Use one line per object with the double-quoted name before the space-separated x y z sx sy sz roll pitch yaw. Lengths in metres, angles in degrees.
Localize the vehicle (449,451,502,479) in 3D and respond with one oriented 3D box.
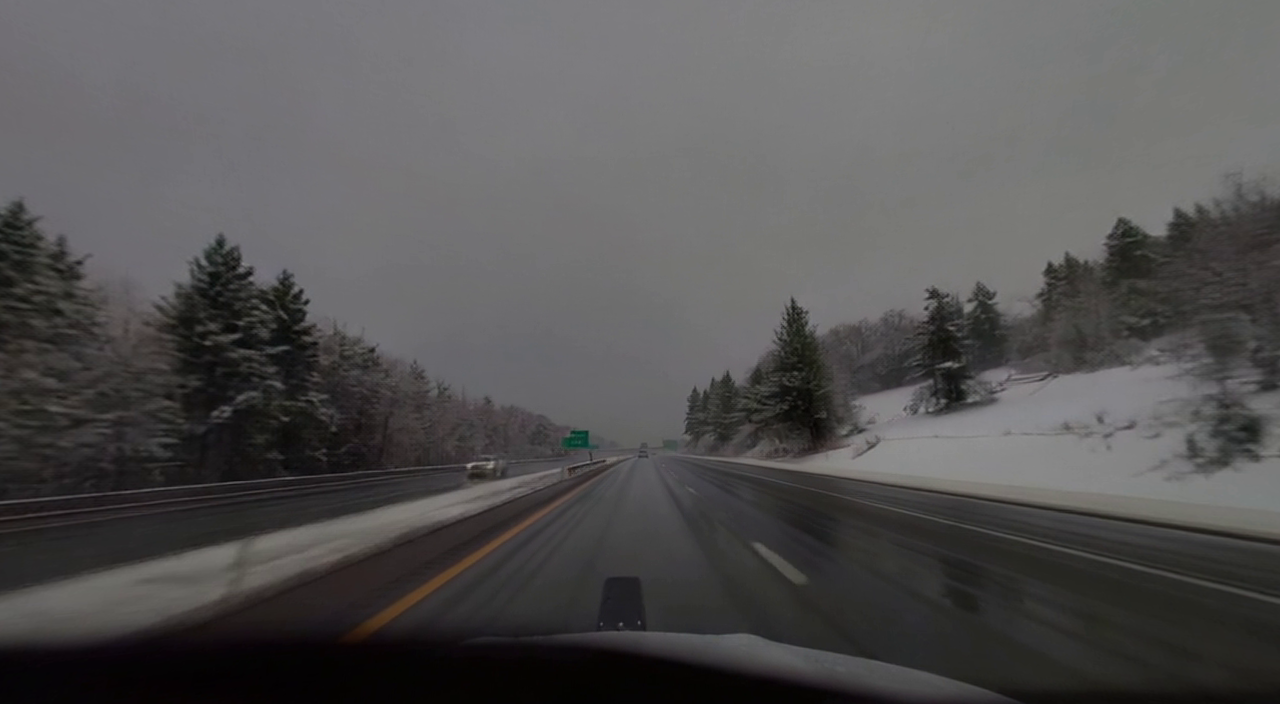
"vehicle" -9.891 6.825 38.364 1.908 1.565 4.710 0 -9 1
